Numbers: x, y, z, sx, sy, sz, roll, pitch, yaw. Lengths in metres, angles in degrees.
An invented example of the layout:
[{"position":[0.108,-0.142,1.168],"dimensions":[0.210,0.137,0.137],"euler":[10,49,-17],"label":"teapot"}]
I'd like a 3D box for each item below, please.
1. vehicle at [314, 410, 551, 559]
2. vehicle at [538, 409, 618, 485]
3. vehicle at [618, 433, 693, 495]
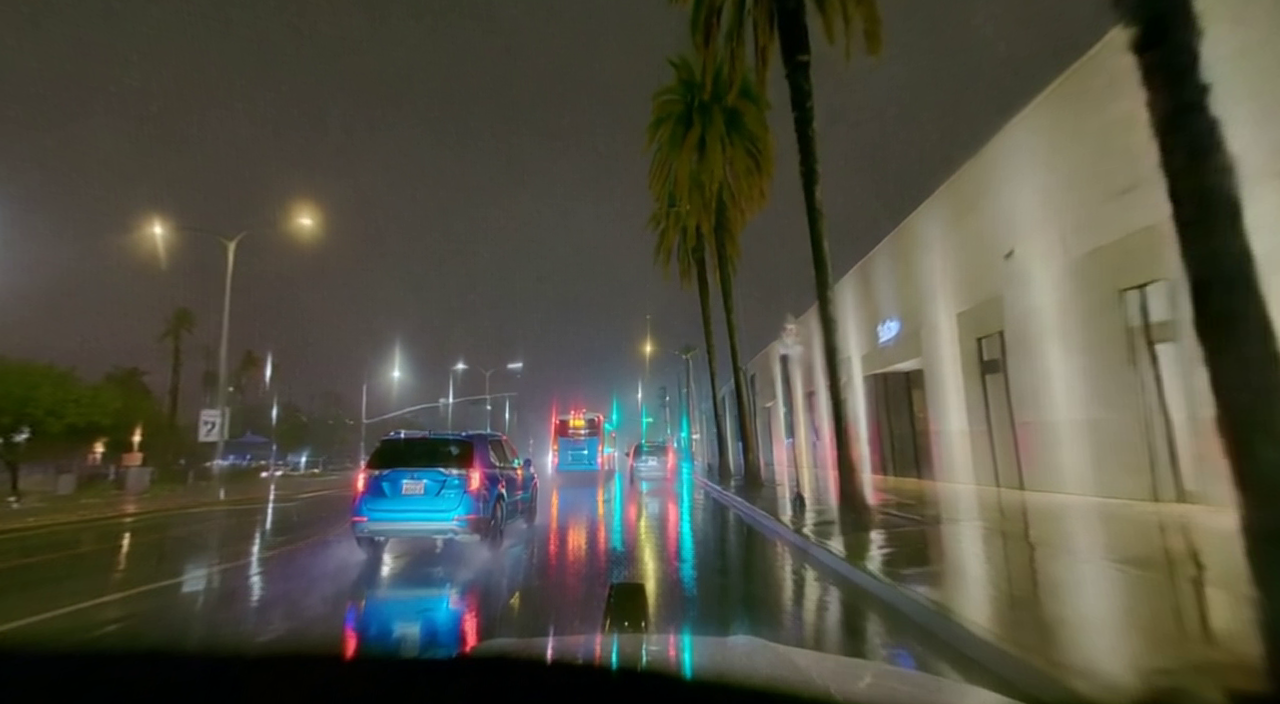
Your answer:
[{"position":[-2.869,1.976,10.066],"dimensions":[2.124,1.799,4.587],"euler":[0,-9,1],"label":"vehicle"},{"position":[-2.678,4.511,29.919],"dimensions":[2.775,3.064,8.297],"euler":[0,-9,1],"label":"vehicle"},{"position":[0.458,3.461,19.843],"dimensions":[2.120,1.727,3.917],"euler":[0,-9,0],"label":"vehicle"}]
